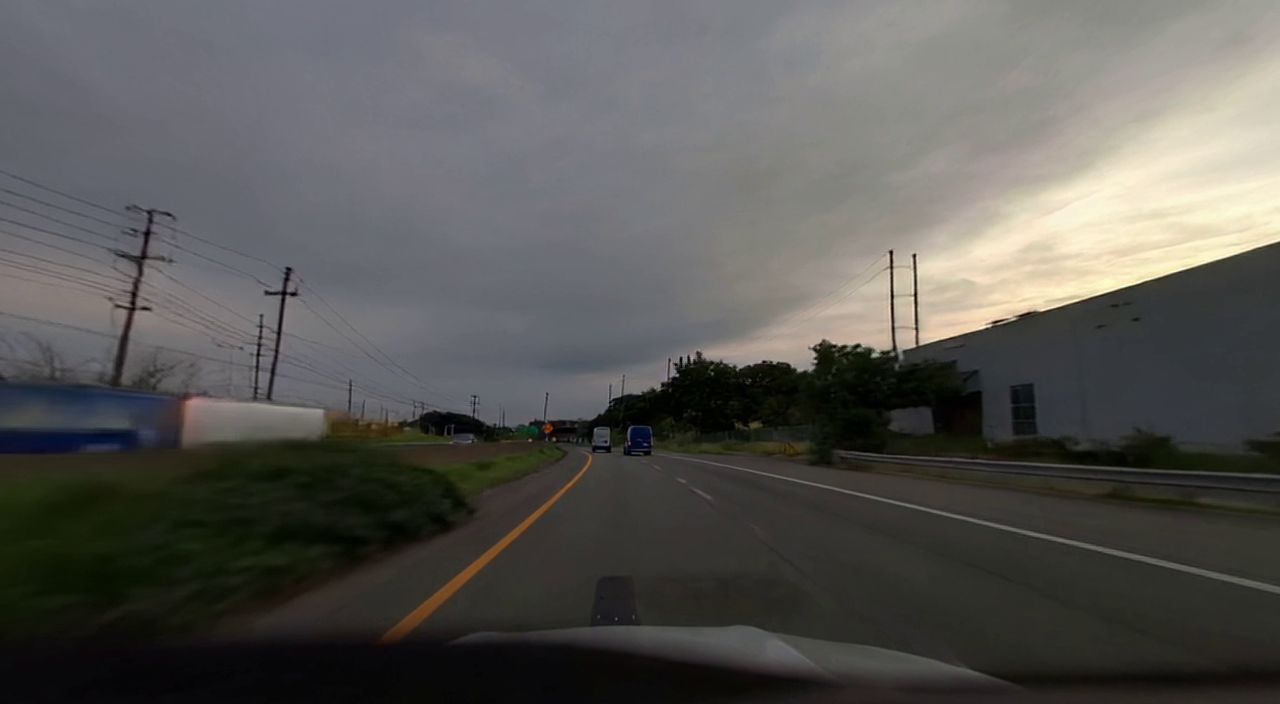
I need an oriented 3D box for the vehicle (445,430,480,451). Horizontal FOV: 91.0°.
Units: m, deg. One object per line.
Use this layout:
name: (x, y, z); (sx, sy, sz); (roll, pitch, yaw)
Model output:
vehicle: (-13.967, 6.988, 49.804); (1.854, 1.548, 4.141); (0, -8, -4)
